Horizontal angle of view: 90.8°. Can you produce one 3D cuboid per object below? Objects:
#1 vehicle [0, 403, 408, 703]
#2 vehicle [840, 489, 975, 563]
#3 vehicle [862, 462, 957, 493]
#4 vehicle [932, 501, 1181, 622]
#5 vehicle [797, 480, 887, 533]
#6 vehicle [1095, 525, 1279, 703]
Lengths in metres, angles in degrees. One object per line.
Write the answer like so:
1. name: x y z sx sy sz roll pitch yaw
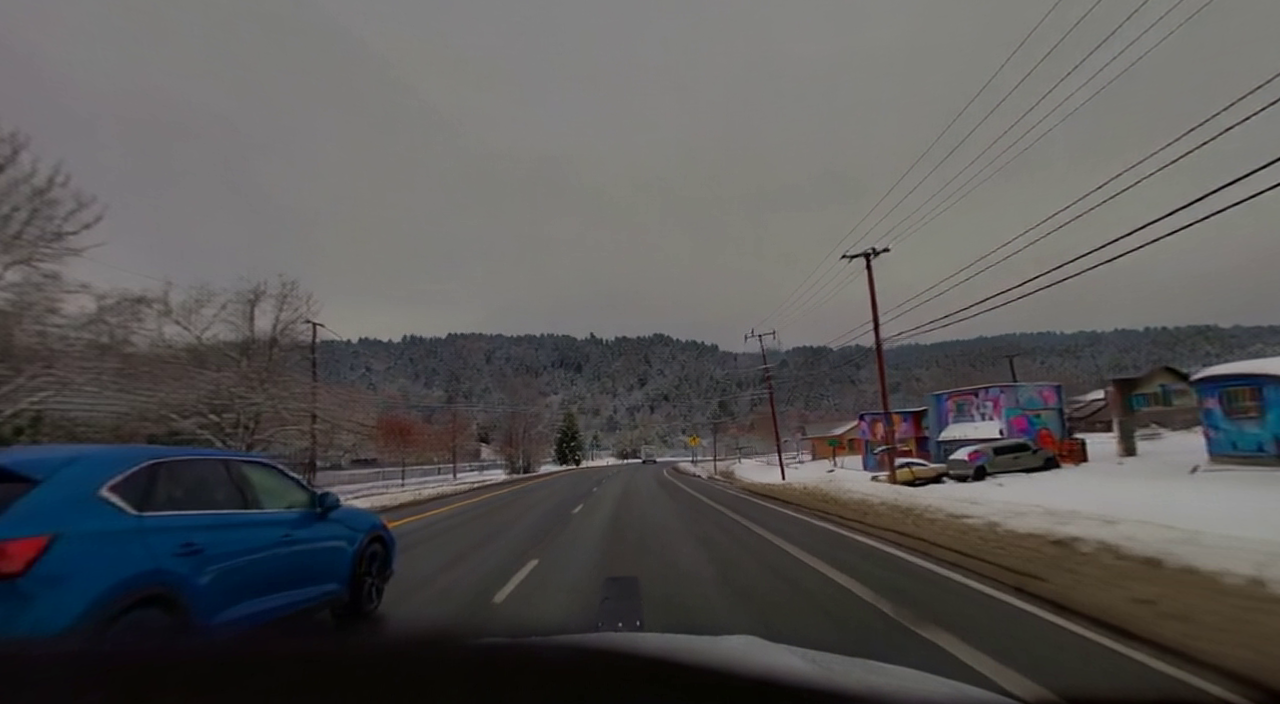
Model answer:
1. vehicle: -2.959 1.106 3.204 1.972 1.496 4.150 0 -9 0
2. vehicle: 7.101 4.648 17.359 1.791 1.445 4.412 0 -9 0
3. vehicle: 16.806 7.838 39.606 4.995 1.794 2.020 -1 -9 3
4. vehicle: 7.301 3.685 11.716 1.896 1.451 4.070 0 -9 2
5. vehicle: 7.281 5.587 23.204 1.976 1.563 3.852 0 -9 -1
6. vehicle: 7.172 2.792 6.553 1.849 1.439 4.143 0 -9 1
